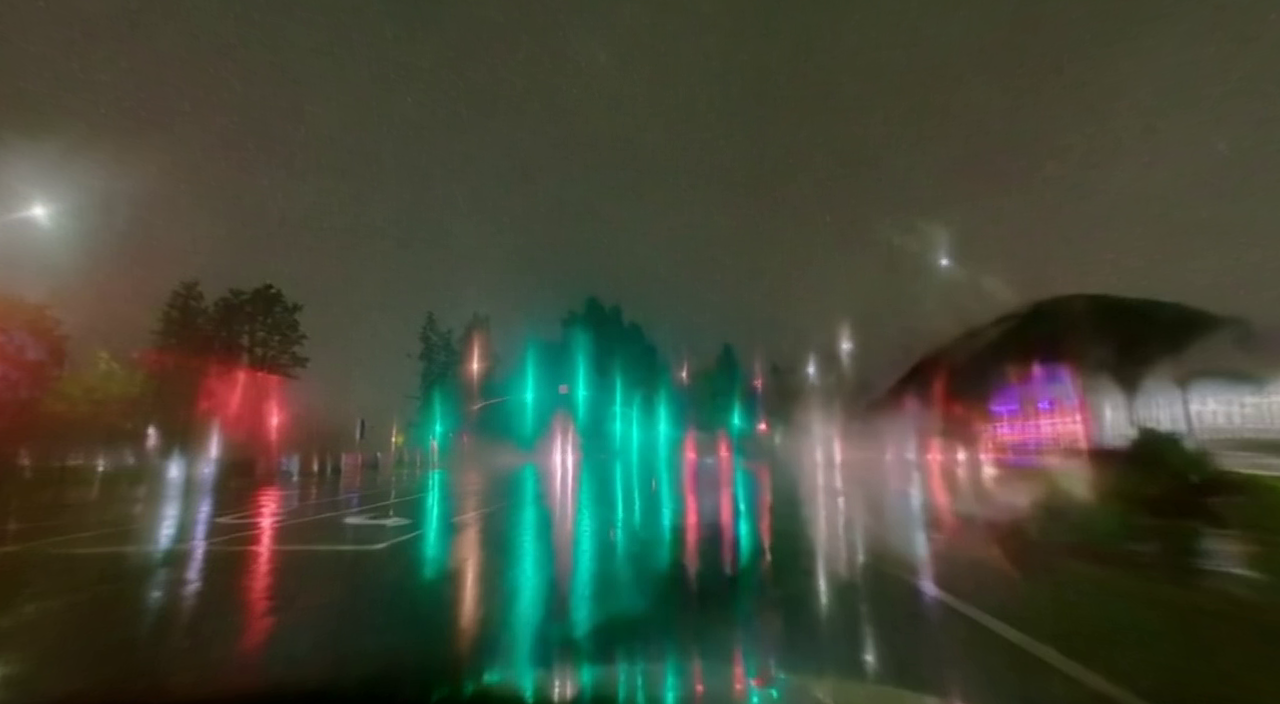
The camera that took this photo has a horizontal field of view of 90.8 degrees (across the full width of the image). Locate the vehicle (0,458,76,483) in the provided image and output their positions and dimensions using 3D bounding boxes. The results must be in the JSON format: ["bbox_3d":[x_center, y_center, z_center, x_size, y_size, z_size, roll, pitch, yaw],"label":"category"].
[{"bbox_3d":[-38.228,7.386,39.355,4.336,1.452,2.025,-1,-9,3],"label":"vehicle"}]

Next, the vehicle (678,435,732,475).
[{"bbox_3d":[2.923,4.746,29.267,2.230,1.683,4.204,-1,-8,3],"label":"vehicle"}]
